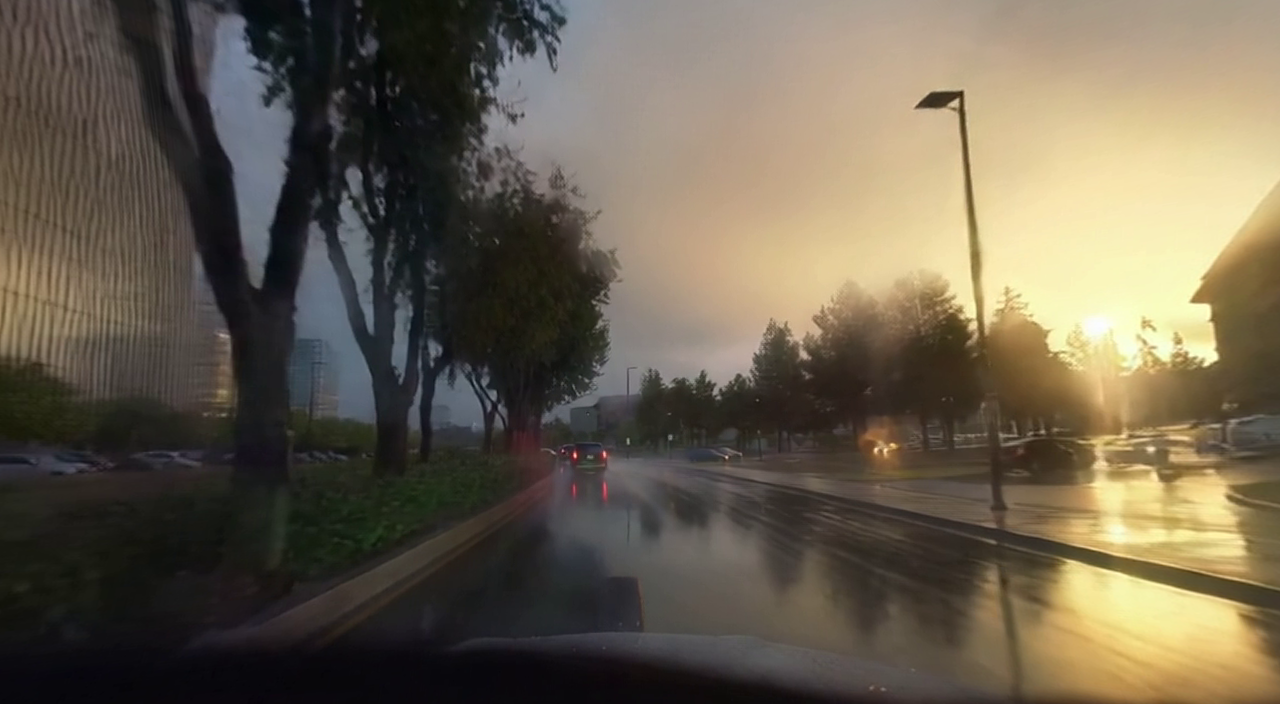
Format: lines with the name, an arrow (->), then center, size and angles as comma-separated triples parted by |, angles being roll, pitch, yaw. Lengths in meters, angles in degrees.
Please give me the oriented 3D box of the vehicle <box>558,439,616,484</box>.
vehicle -> -2.179, 4.497, 26.143 | 2.183, 1.675, 4.319 | 1, -9, -4
